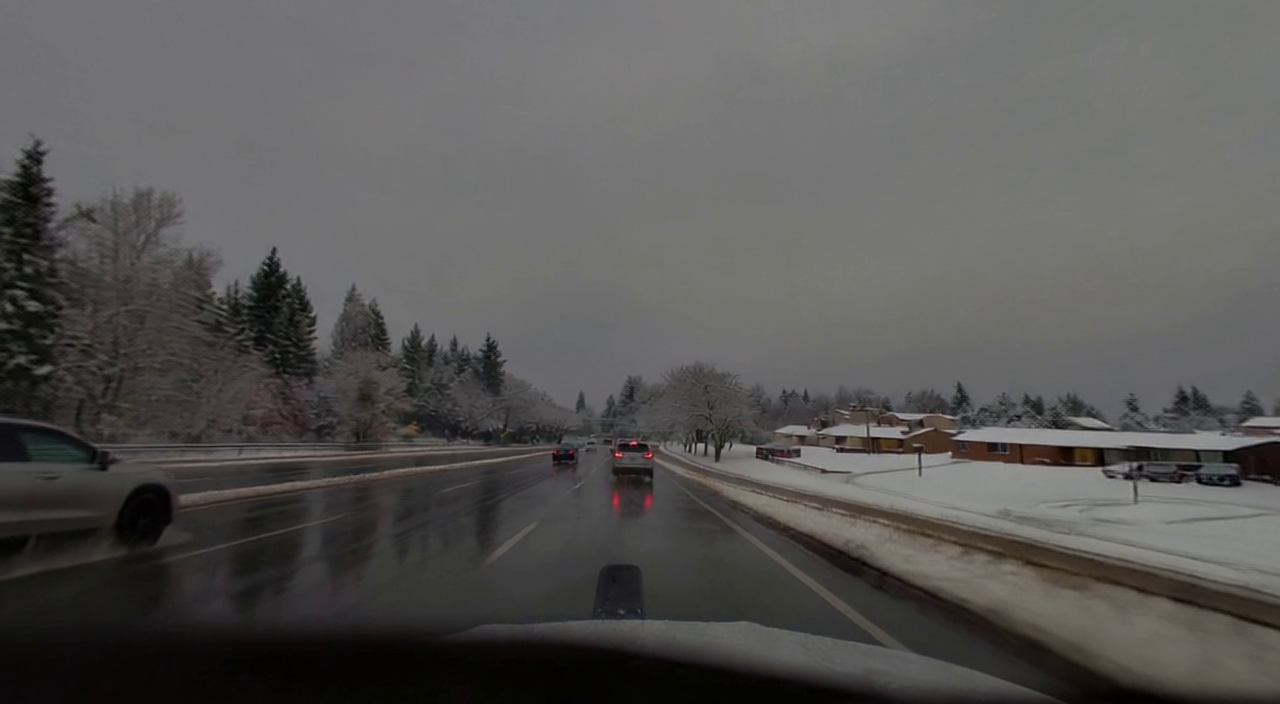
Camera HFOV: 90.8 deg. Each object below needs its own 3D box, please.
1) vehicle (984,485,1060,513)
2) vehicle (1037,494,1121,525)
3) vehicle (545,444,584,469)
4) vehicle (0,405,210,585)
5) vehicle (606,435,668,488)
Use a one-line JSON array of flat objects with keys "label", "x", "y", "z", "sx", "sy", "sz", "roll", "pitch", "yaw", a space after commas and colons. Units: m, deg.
[{"label": "vehicle", "x": 27.211, "y": 10.460, "z": 45.213, "sx": 1.874, "sy": 1.577, "sz": 4.877, "roll": 2, "pitch": -9, "yaw": -8}, {"label": "vehicle", "x": 27.904, "y": 10.015, "z": 40.392, "sx": 1.845, "sy": 1.533, "sz": 4.455, "roll": 1, "pitch": -8, "yaw": -6}, {"label": "vehicle", "x": -4.971, "y": 6.917, "z": 42.069, "sx": 2.123, "sy": 1.592, "sz": 4.505, "roll": 0, "pitch": -8, "yaw": -1}, {"label": "vehicle", "x": -6.931, "y": 1.360, "z": 6.098, "sx": 1.997, "sy": 1.650, "sz": 5.090, "roll": 0, "pitch": -8, "yaw": 0}, {"label": "vehicle", "x": -0.112, "y": 4.115, "z": 24.107, "sx": 2.125, "sy": 1.830, "sz": 4.370, "roll": 0, "pitch": -8, "yaw": 0}]
